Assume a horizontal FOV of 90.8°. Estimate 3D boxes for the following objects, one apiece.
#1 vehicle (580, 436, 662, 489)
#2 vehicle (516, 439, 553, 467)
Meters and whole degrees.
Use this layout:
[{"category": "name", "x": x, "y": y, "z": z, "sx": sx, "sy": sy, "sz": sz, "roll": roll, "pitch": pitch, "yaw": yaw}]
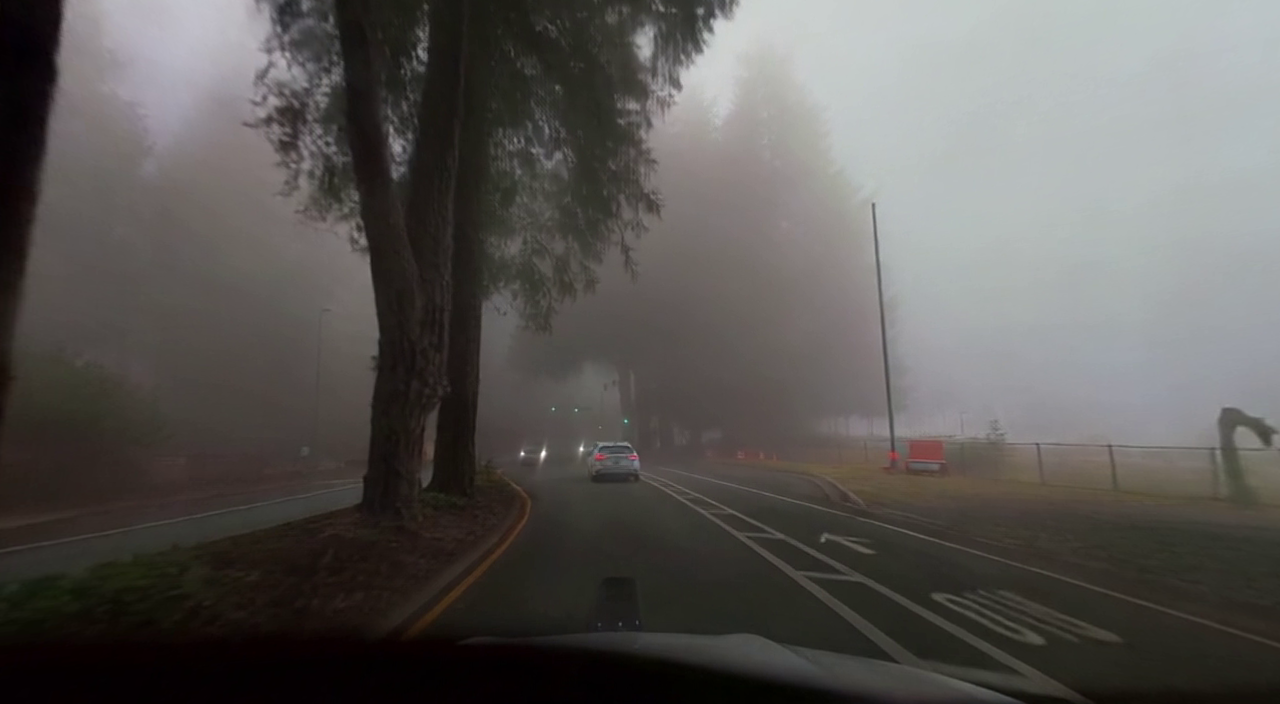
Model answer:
[{"category": "vehicle", "x": -0.759, "y": 3.572, "z": 20.805, "sx": 2.266, "sy": 1.508, "sz": 4.430, "roll": 1, "pitch": -8, "yaw": -7}, {"category": "vehicle", "x": -6.689, "y": 6.442, "z": 40.359, "sx": 2.077, "sy": 1.665, "sz": 4.206, "roll": 1, "pitch": -8, "yaw": -6}]
